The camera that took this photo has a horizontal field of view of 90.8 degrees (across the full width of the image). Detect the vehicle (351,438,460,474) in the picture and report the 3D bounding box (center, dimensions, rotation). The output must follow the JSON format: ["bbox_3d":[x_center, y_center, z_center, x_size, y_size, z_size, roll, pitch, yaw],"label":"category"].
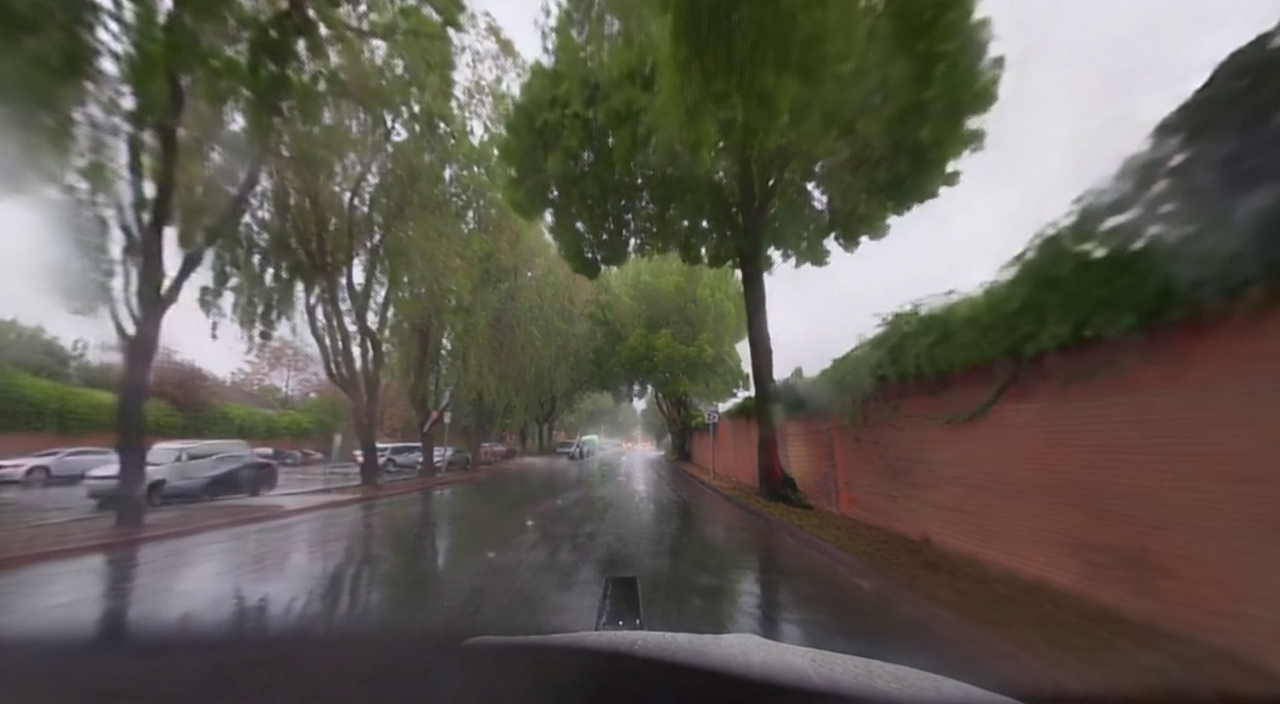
[{"bbox_3d":[-13.585,6.074,36.887,5.428,1.908,2.196,1,-8,-1],"label":"vehicle"}]

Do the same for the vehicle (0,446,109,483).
[{"bbox_3d":[-26.879,4.960,28.071,4.736,1.516,1.937,0,-8,0],"label":"vehicle"}]

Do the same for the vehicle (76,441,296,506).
[{"bbox_3d":[-13.184,3.519,18.609,4.870,1.767,2.120,-1,-8,2],"label":"vehicle"}]
